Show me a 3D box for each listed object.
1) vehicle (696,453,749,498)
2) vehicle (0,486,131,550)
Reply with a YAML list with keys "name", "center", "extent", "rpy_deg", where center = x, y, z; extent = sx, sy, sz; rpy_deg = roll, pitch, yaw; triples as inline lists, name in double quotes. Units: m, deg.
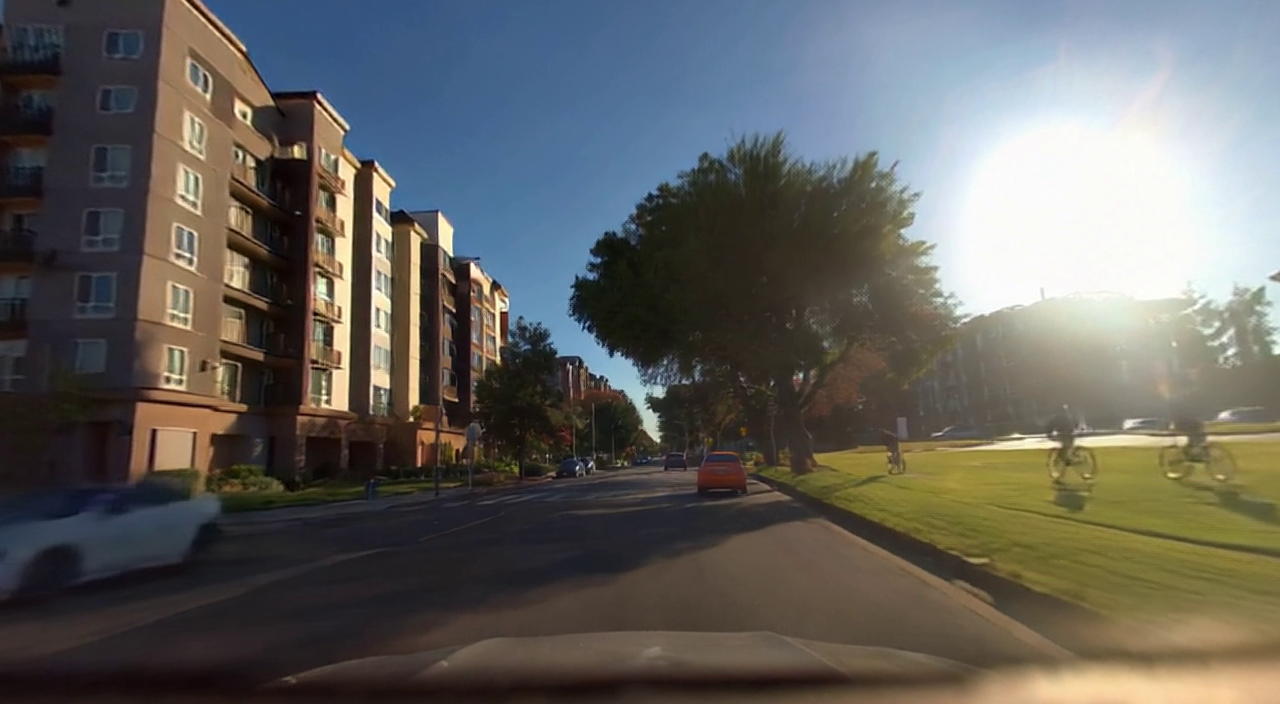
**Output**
- name: "vehicle"
  center: [2.769, 4.187, 21.583]
  extent: [1.559, 1.351, 2.452]
  rpy_deg: [-4, -10, 4]
- name: "vehicle"
  center: [-17.041, 4.541, 17.251]
  extent: [4.607, 1.409, 2.116]
  rpy_deg: [7, -11, -41]
